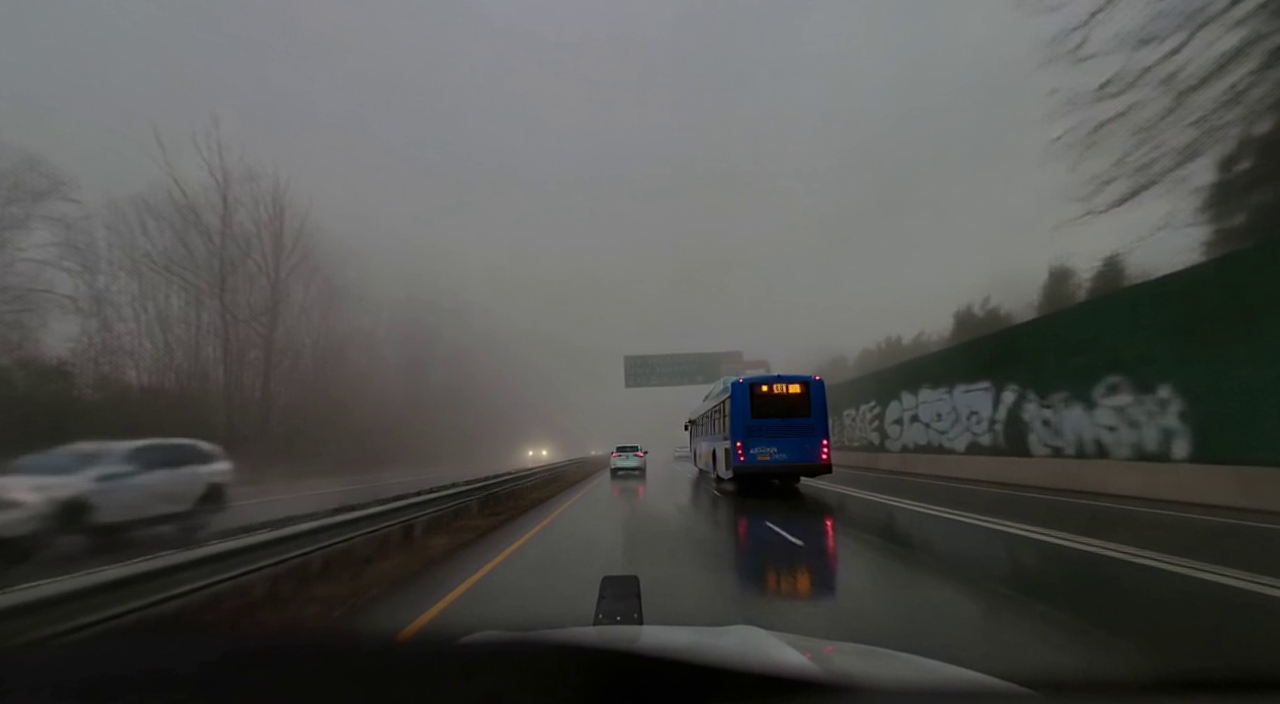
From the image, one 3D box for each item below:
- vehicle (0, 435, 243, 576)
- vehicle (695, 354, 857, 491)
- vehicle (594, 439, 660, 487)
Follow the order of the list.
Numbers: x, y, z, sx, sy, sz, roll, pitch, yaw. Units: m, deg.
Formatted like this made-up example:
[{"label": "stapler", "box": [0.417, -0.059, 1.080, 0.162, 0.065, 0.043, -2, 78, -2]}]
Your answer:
[{"label": "vehicle", "box": [-8.557, 2.162, 9.577, 2.064, 1.648, 4.371, -1, -9, 0]}, {"label": "vehicle", "box": [4.010, 2.753, 22.283, 3.055, 3.479, 12.521, -1, -9, 1]}, {"label": "vehicle", "box": [-0.384, 3.983, 22.736, 2.160, 1.532, 4.073, -1, -9, 1]}]
